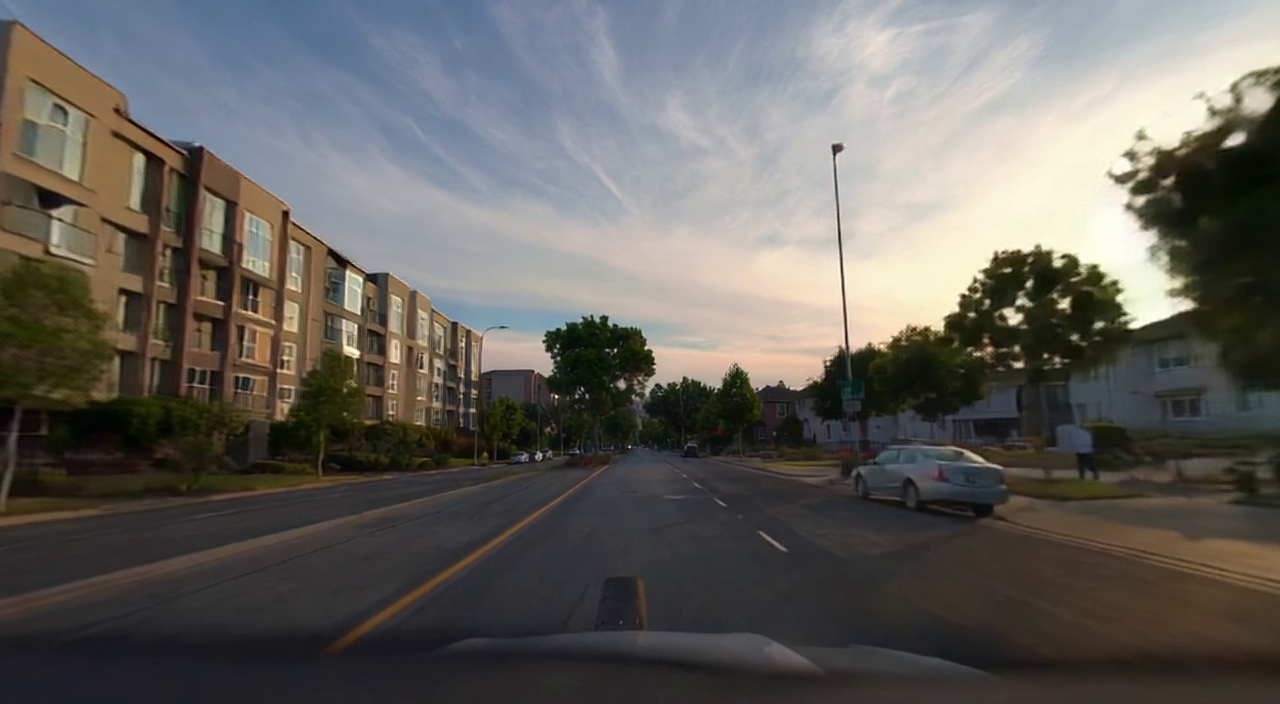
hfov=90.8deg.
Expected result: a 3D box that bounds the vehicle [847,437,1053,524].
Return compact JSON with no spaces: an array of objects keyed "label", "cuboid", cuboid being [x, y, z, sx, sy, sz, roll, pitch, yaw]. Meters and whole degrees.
[{"label":"vehicle","cuboid":[6.334,2.650,13.669,1.948,1.526,4.518,0,-9,-3]}]
